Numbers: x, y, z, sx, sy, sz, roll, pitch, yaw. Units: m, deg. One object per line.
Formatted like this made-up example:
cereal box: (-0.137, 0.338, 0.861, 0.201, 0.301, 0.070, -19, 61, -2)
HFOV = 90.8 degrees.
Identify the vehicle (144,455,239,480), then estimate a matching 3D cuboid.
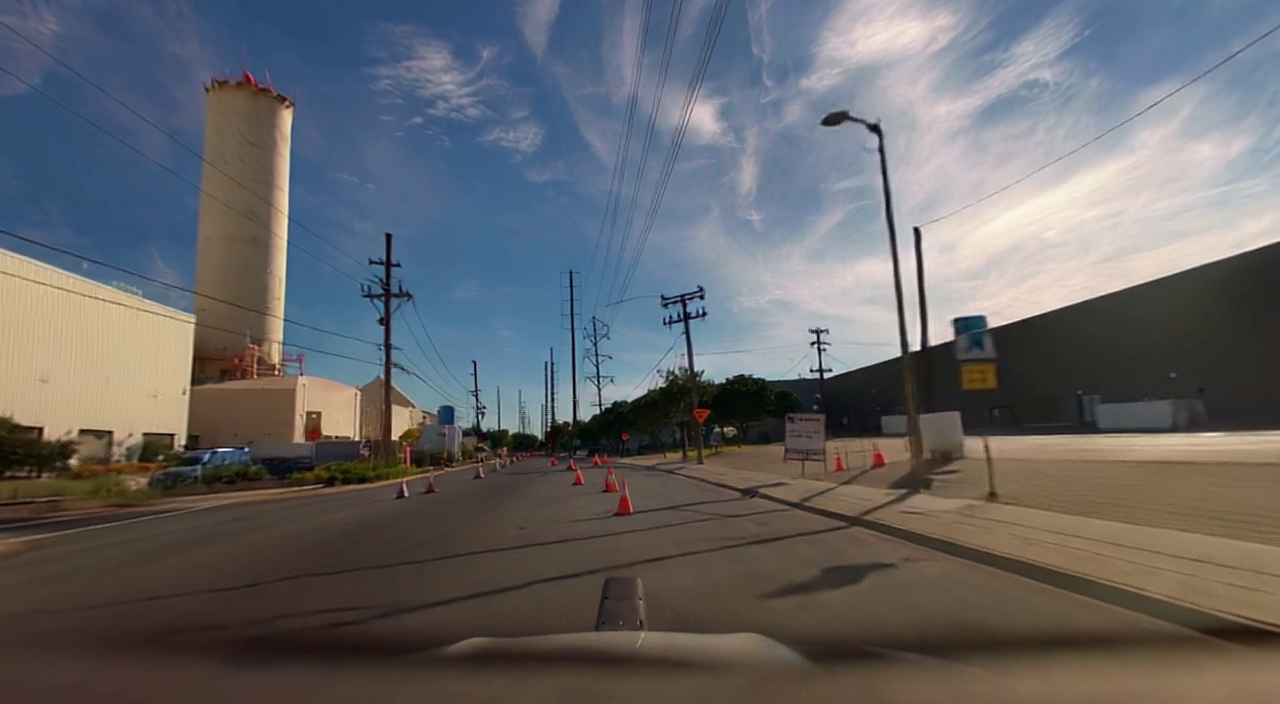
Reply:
vehicle: (-26.894, 6.921, 37.982, 4.184, 1.411, 1.855, 1, -9, -6)
